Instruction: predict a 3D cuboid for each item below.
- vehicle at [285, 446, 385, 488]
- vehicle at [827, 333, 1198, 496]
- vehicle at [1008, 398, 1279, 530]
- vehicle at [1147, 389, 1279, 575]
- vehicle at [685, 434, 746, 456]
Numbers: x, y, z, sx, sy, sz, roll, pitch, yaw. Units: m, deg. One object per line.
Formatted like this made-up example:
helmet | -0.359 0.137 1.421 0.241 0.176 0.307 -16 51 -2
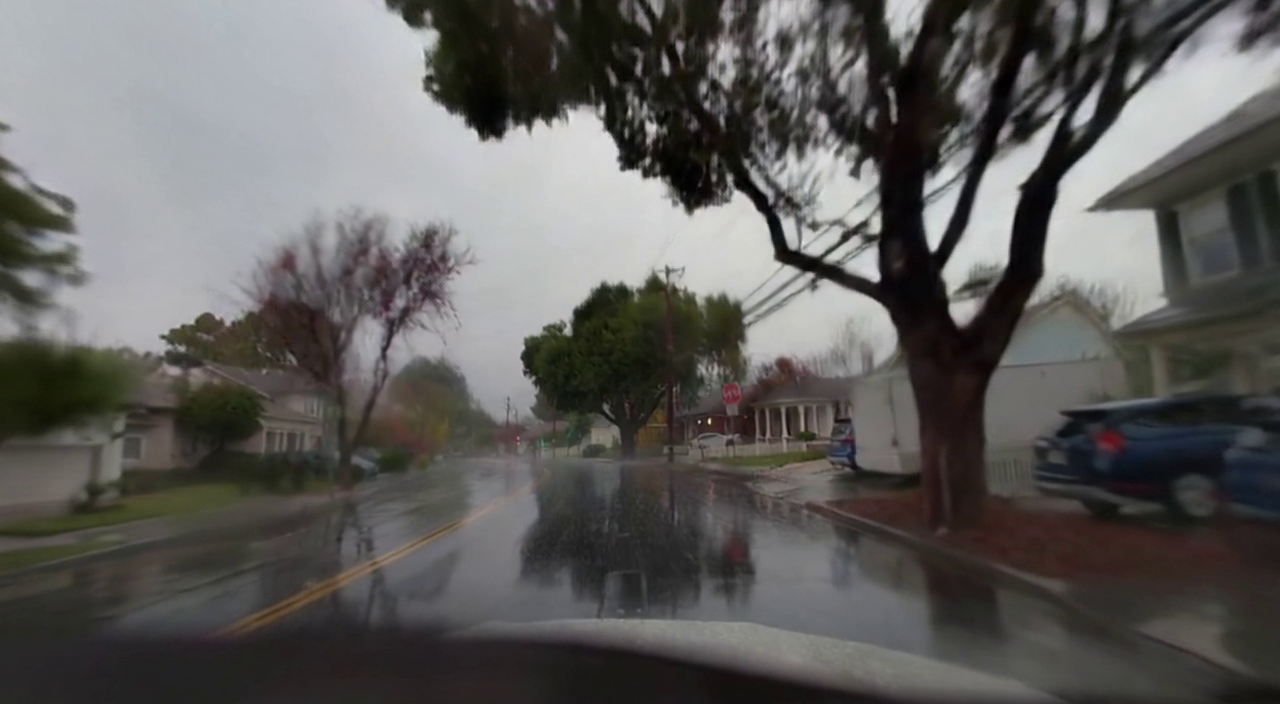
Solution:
vehicle | -12.619 4.766 26.503 2.390 1.431 4.253 0 -7 -5
vehicle | 8.484 1.475 14.922 7.115 3.010 2.378 -4 -8 -5
vehicle | 7.599 1.495 8.712 3.851 1.581 1.858 0 -8 -2
vehicle | 7.629 1.040 5.633 4.412 1.565 1.957 -3 -8 0
vehicle | 5.895 7.305 49.749 4.566 1.623 1.906 0 -8 -2
